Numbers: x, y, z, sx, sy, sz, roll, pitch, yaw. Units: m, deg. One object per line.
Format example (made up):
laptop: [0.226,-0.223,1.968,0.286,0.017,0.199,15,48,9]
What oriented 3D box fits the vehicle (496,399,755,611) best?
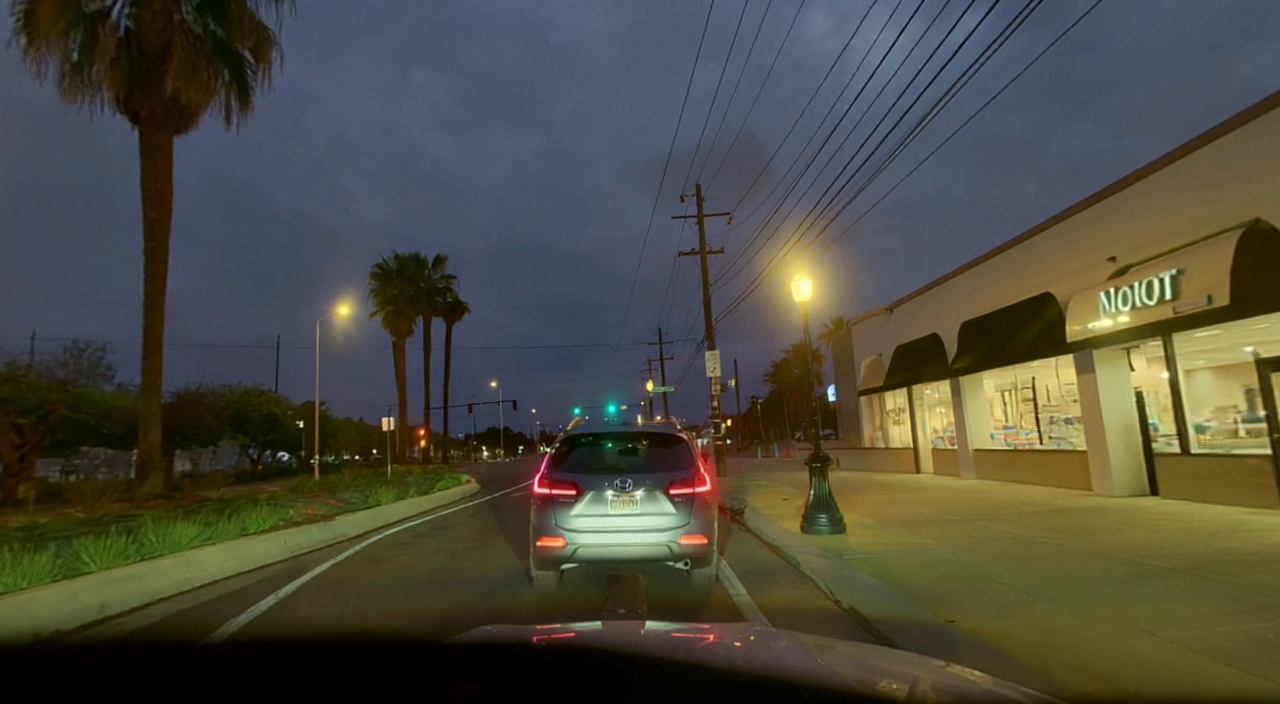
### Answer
vehicle: [-0.201,1.517,7.107,2.105,1.702,3.750,0,-8,-3]
